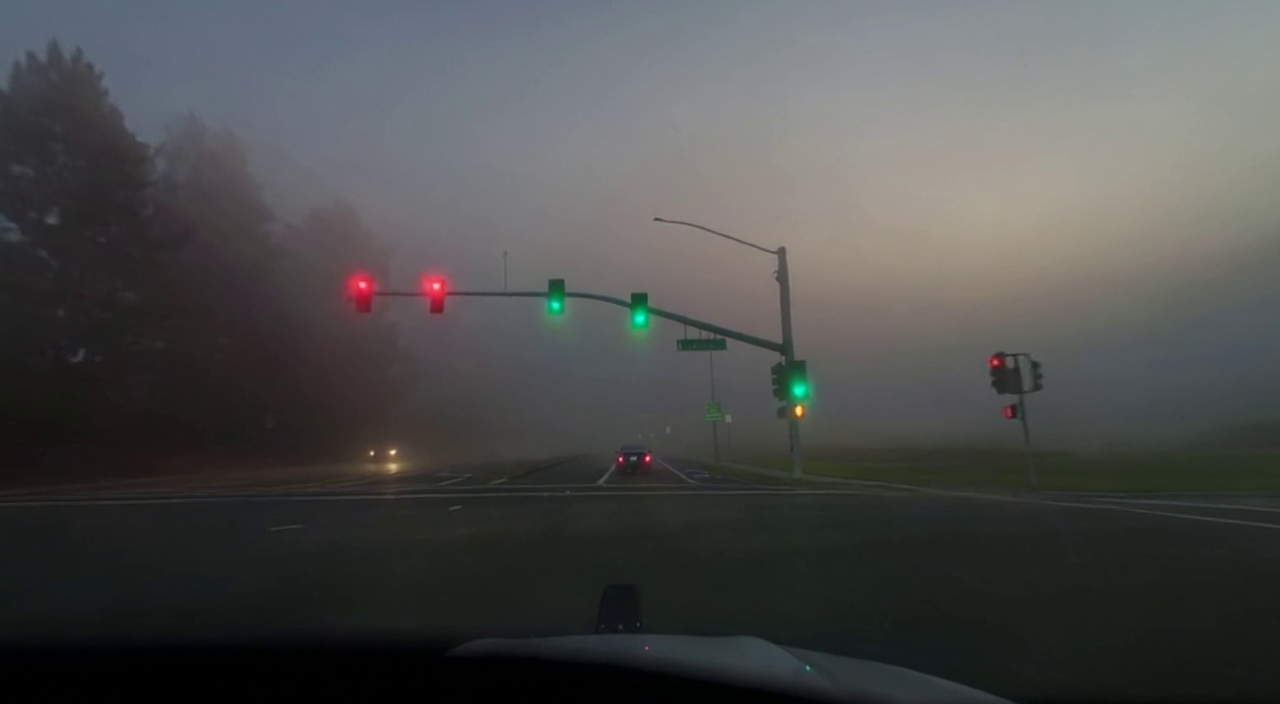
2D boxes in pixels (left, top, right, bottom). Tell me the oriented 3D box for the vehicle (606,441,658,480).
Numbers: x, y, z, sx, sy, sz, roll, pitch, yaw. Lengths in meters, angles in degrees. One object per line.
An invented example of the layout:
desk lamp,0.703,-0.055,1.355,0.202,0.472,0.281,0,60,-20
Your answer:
vehicle,-0.301,4.356,25.527,1.954,1.469,3.465,0,-8,0
